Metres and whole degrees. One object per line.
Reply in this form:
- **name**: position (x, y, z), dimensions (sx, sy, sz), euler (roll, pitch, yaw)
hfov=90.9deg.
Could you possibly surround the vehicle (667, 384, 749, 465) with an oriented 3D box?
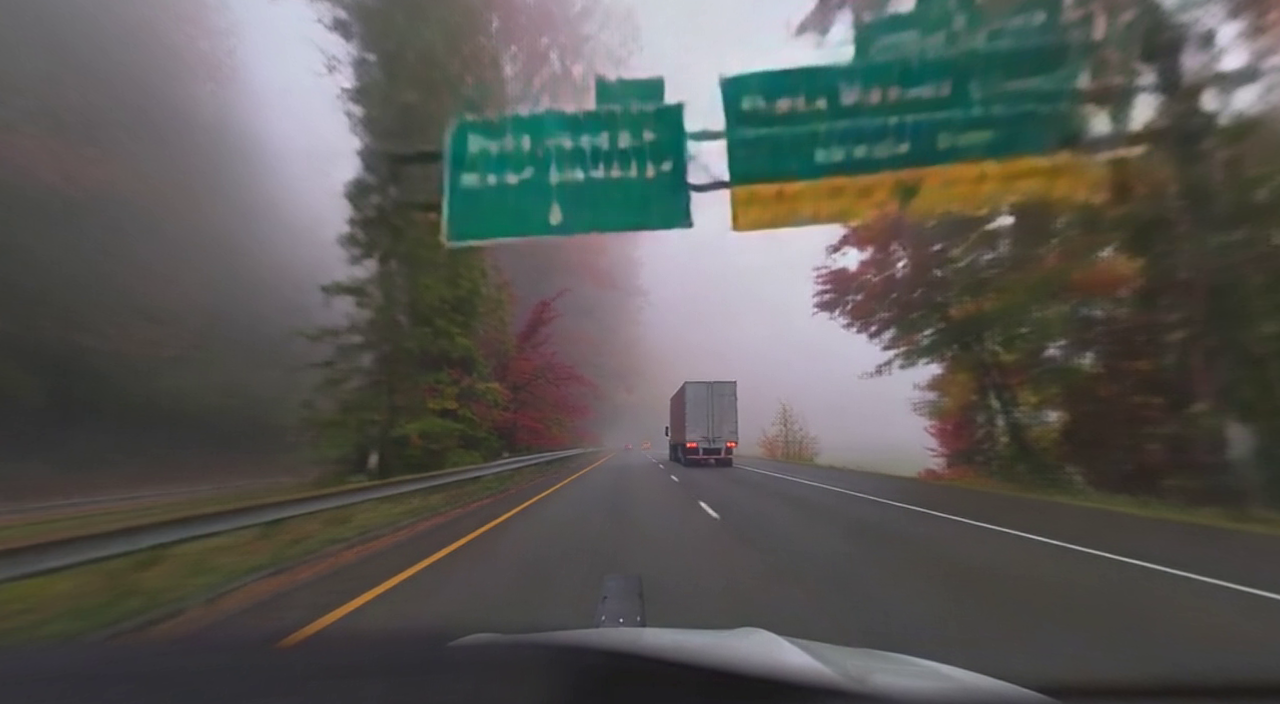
- **vehicle**: position (3.751, 4.753, 39.407), dimensions (3.357, 4.101, 14.659), euler (0, -8, -1)
